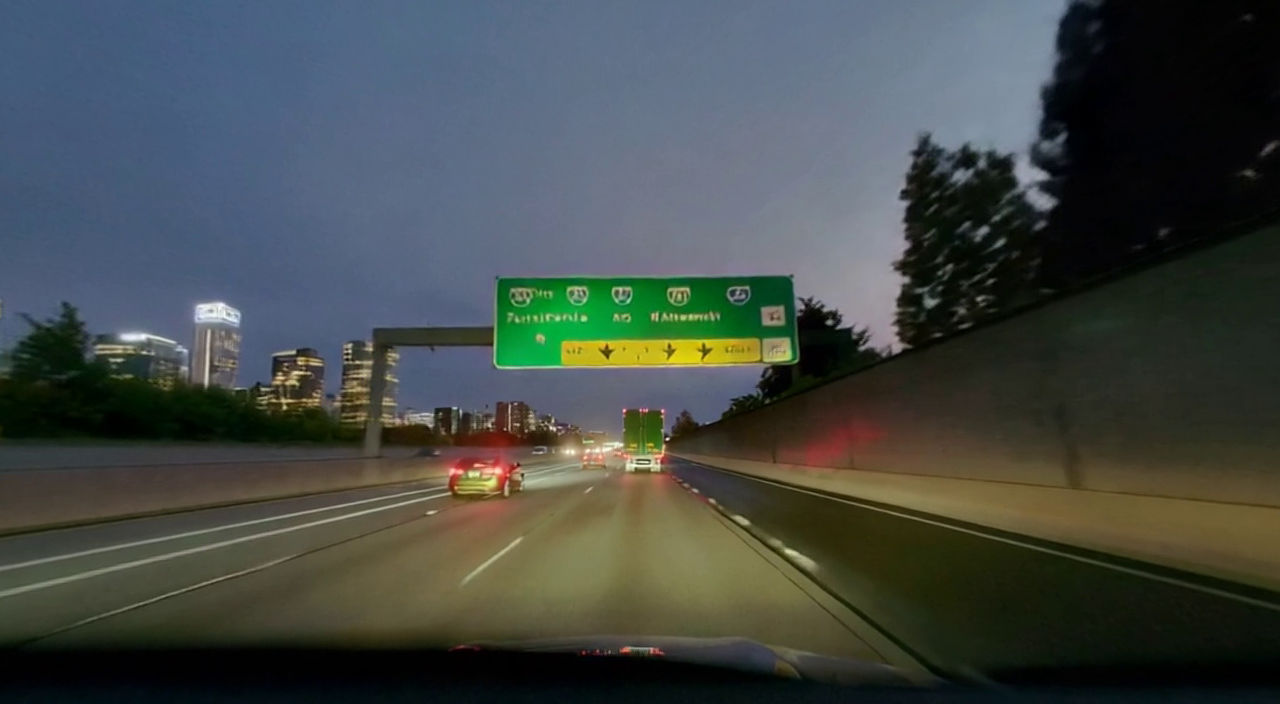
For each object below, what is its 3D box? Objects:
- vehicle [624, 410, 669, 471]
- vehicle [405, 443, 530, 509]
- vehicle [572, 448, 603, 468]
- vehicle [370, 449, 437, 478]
[{"bbox_3d":[0.491,6.768,47.807,2.980,4.051,10.359,0,-9,1],"label":"vehicle"},{"bbox_3d":[-4.387,3.214,16.875,1.977,1.478,4.702,0,-9,0],"label":"vehicle"},{"bbox_3d":[-4.071,8.235,49.159,1.974,1.531,4.429,0,-9,1],"label":"vehicle"},{"bbox_3d":[-12.884,6.071,34.620,1.992,1.498,4.289,0,-9,0],"label":"vehicle"}]
